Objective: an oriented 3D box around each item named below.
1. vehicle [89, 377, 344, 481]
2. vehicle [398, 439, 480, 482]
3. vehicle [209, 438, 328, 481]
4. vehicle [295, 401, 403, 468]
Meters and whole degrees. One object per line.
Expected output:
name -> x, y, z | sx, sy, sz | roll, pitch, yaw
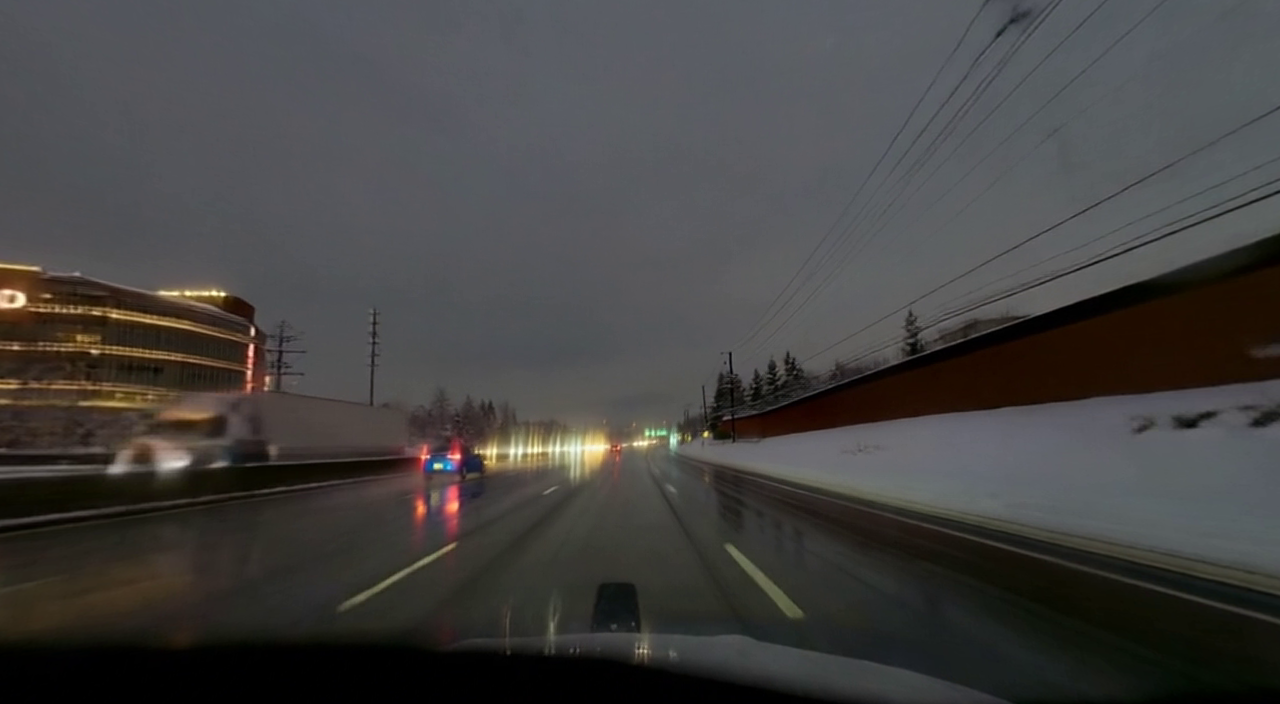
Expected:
vehicle -> -18.989, 3.844, 30.416 | 2.983, 3.872, 13.479 | 0, -8, 0
vehicle -> -8.017, 4.330, 25.586 | 2.013, 1.574, 3.923 | 0, -8, 0
vehicle -> -14.658, 4.262, 25.306 | 2.012, 1.536, 4.552 | 0, -8, 0
vehicle -> -18.992, 5.528, 42.053 | 2.837, 3.960, 8.808 | 0, -8, 1
